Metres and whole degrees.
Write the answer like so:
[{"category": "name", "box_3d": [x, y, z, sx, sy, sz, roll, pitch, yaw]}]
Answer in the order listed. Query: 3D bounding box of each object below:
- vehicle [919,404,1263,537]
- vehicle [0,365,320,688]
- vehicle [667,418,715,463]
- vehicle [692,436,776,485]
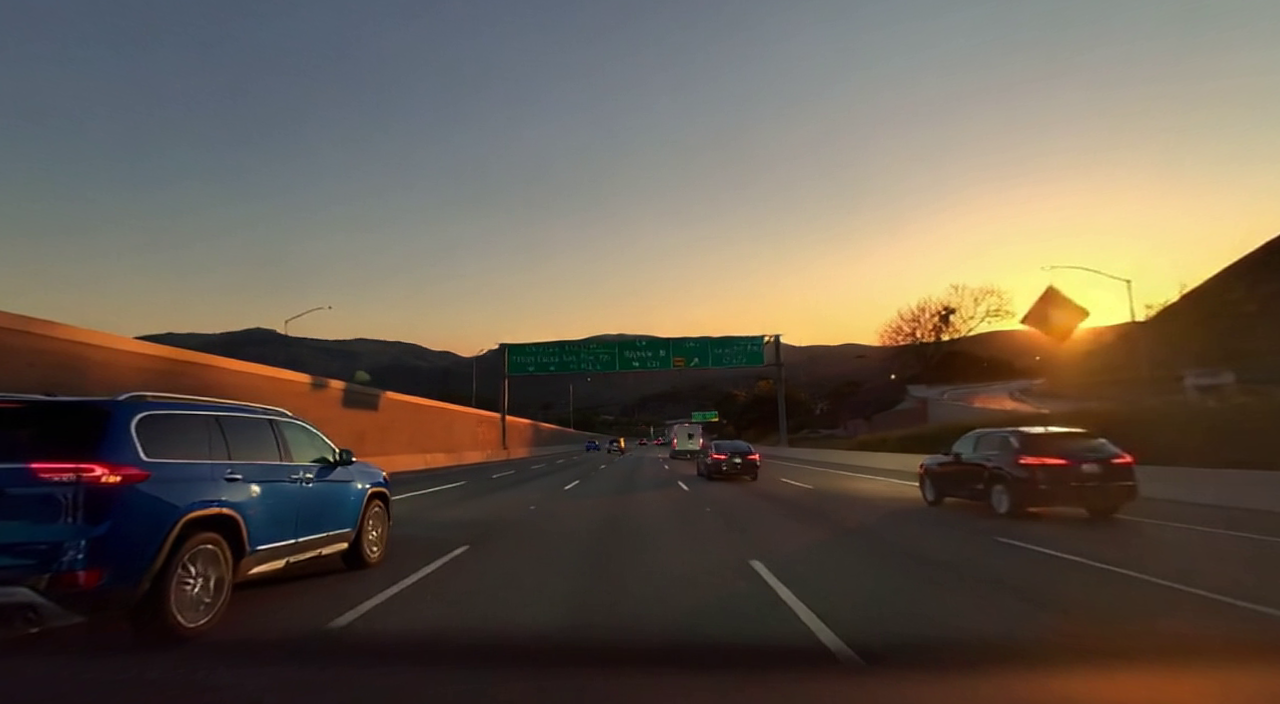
[{"category": "vehicle", "box_3d": [6.960, 1.898, 10.697, 2.184, 1.712, 4.856, 0, -8, -1]}, {"category": "vehicle", "box_3d": [-4.297, 1.053, 4.300, 2.000, 1.646, 4.201, 0, -8, 0]}, {"category": "vehicle", "box_3d": [3.283, 5.926, 42.162, 2.629, 2.718, 6.740, 0, -8, 0]}, {"category": "vehicle", "box_3d": [3.154, 3.761, 22.299, 2.108, 1.509, 5.059, 0, -8, -1]}]
